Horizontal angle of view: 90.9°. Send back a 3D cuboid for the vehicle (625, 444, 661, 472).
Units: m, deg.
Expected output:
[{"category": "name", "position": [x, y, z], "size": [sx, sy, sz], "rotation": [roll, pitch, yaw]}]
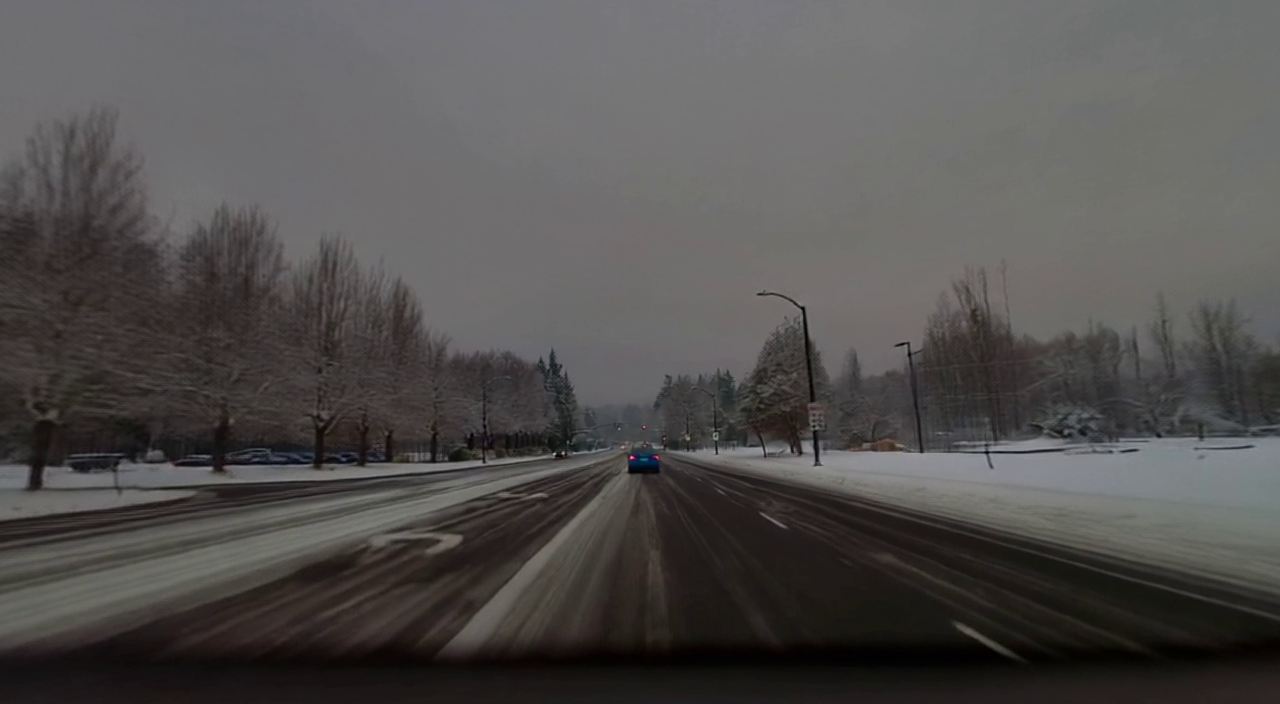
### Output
[{"category": "vehicle", "position": [0.105, 6.095, 36.657], "size": [1.978, 1.499, 3.915], "rotation": [0, -8, -1]}]
